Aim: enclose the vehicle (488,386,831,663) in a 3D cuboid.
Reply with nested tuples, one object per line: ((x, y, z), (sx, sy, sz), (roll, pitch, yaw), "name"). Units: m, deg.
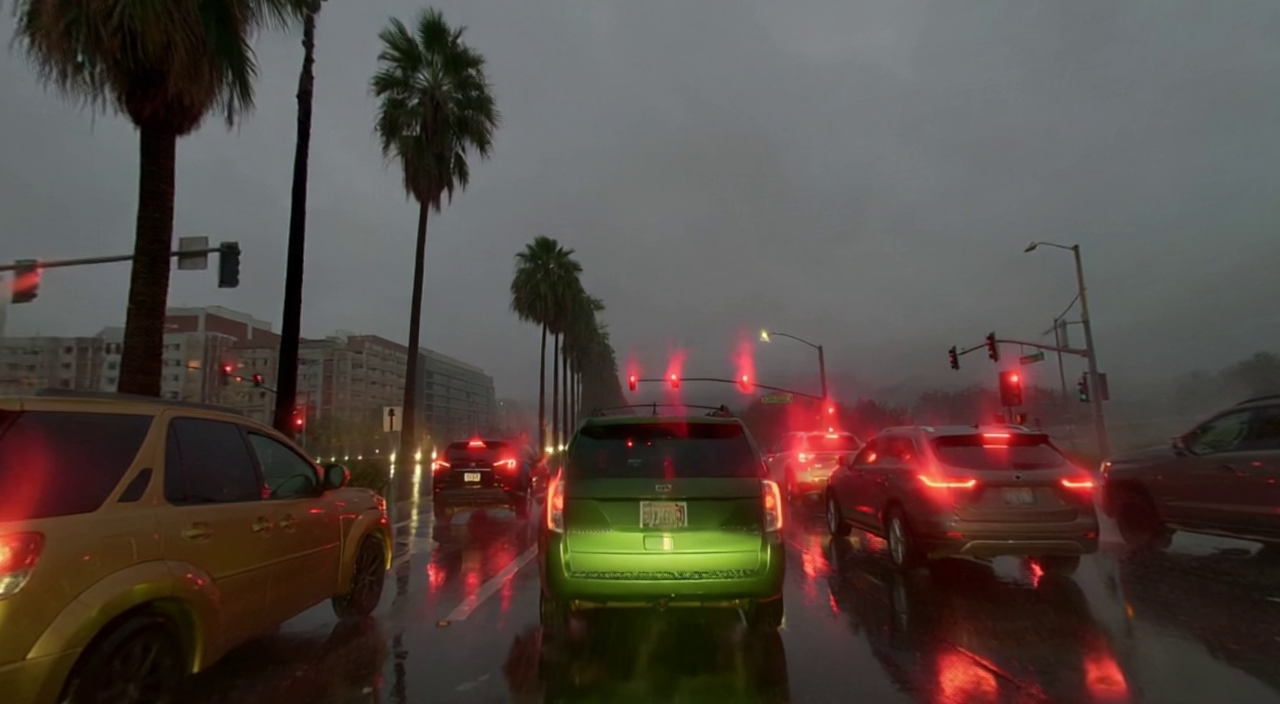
((0.151, 1.374, 6.043), (2.123, 1.704, 4.128), (0, -9, 1), "vehicle")

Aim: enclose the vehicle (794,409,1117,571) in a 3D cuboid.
((3.989, 1.854, 9.307), (2.072, 1.704, 5.170), (0, -9, 0), "vehicle")

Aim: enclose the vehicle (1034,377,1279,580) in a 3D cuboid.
((7.313, 1.337, 6.857), (2.337, 1.925, 5.728), (0, -8, 1), "vehicle")

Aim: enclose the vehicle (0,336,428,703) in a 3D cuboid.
((-3.182, 1.086, 3.904), (2.171, 1.702, 4.416), (0, -9, 0), "vehicle")
